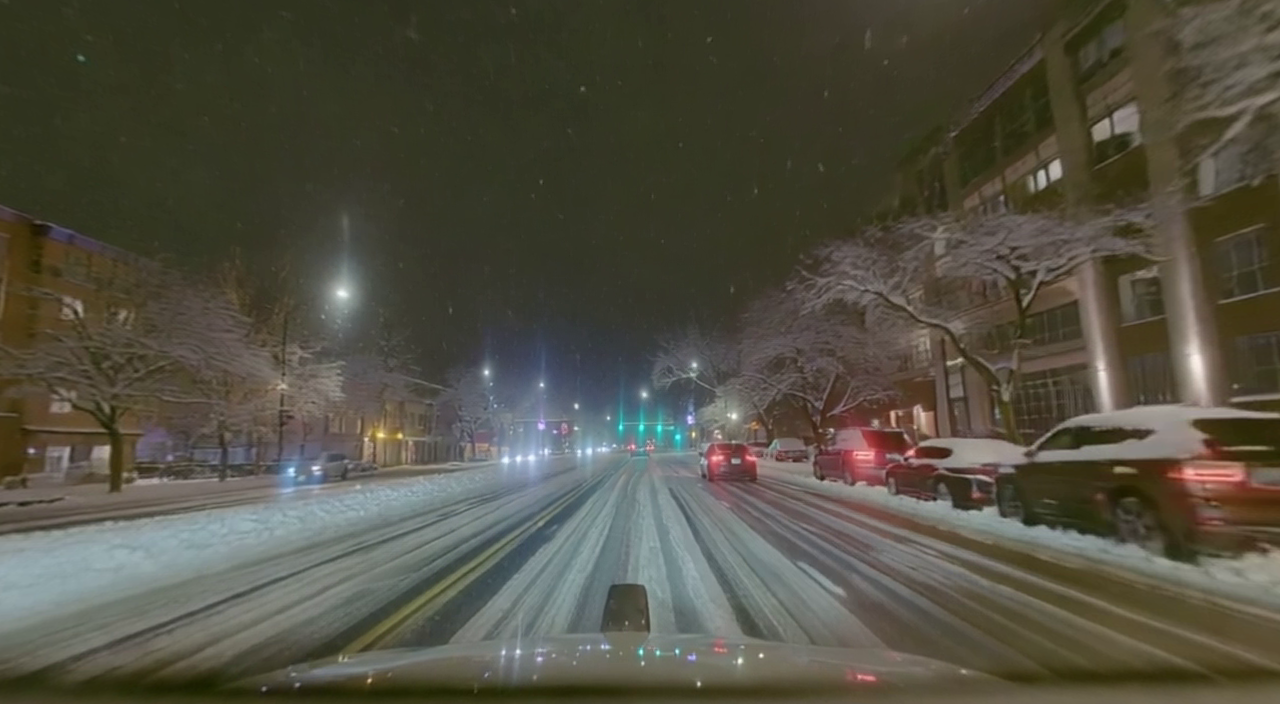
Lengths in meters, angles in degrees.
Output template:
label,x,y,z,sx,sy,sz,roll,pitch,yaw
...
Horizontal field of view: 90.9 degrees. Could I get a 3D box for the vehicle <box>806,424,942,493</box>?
label,x,y,z,sx,sy,sz,roll,pitch,yaw
vehicle,7.102,3.310,19.999,2.087,1.823,5.906,0,-8,1

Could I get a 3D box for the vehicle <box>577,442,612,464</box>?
label,x,y,z,sx,sy,sz,roll,pitch,yaw
vehicle,-3.104,7.024,44.059,2.082,1.467,4.379,0,-8,1

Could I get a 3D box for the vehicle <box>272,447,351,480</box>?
label,x,y,z,sx,sy,sz,roll,pitch,yaw
vehicle,-18.956,6.408,36.602,2.022,1.735,4.695,0,-8,0

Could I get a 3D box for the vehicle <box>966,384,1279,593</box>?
label,x,y,z,sx,sy,sz,roll,pitch,yaw
vehicle,6.667,1.595,8.276,2.215,1.909,4.875,0,-8,1

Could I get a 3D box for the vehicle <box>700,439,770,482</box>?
label,x,y,z,sx,sy,sz,roll,pitch,yaw
vehicle,3.510,4.086,24.132,1.990,1.486,4.431,0,-8,0

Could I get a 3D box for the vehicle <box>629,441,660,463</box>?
label,x,y,z,sx,sy,sz,roll,pitch,yaw
vehicle,0.343,7.017,44.303,2.101,1.480,3.929,0,-8,1
